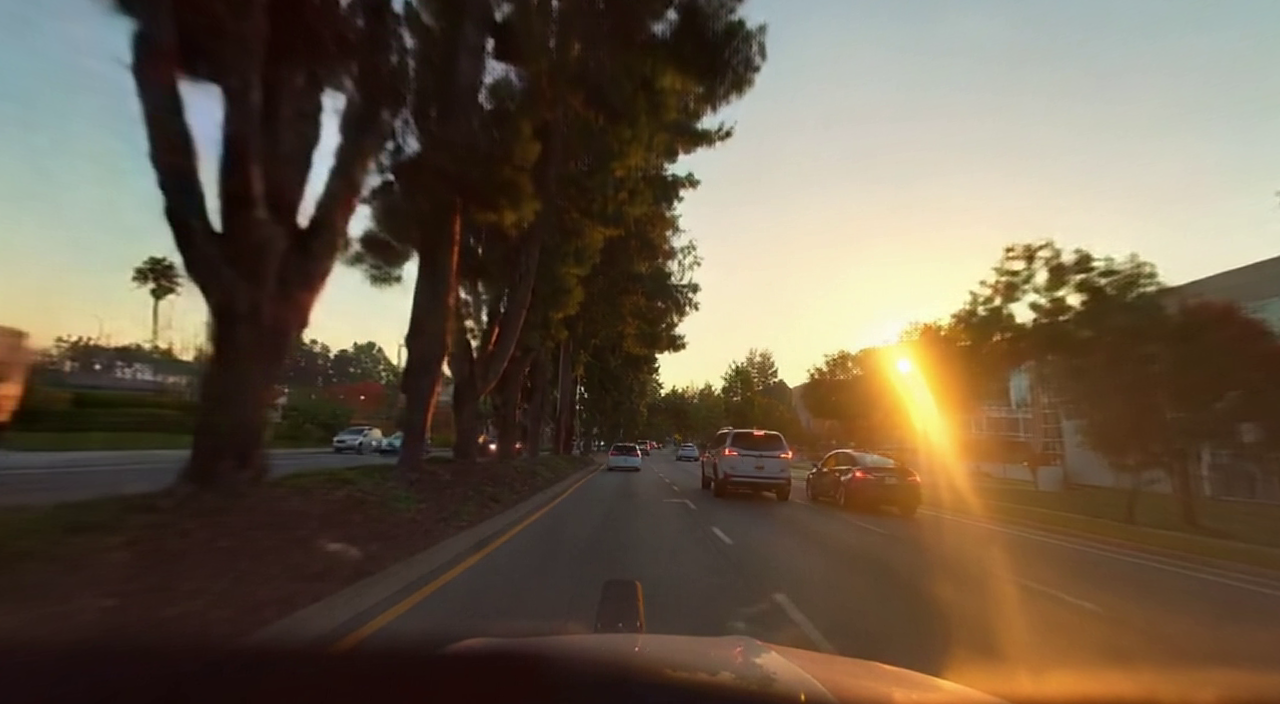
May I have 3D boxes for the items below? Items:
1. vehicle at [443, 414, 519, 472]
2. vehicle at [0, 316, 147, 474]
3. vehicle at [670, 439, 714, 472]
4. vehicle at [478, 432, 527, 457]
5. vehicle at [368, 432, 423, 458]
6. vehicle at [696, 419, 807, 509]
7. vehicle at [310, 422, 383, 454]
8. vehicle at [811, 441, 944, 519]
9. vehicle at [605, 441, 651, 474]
[{"bbox_3d":[-11.717,6.636,47.680,2.947,3.206,10.111,0,-1,1],"label":"vehicle"},{"bbox_3d":[-15.694,0.614,11.674,2.944,3.472,12.516,0,-8,1],"label":"vehicle"},{"bbox_3d":[2.817,5.718,35.086,1.922,1.708,4.126,0,-8,-2],"label":"vehicle"},{"bbox_3d":[-8.703,5.923,40.348,1.981,1.514,4.323,0,-8,2],"label":"vehicle"},{"bbox_3d":[-15.679,5.971,40.734,1.770,1.461,4.336,4,-8,0],"label":"vehicle"},{"bbox_3d":[2.778,2.894,16.709,2.035,1.940,4.299,3,-9,-1],"label":"vehicle"},{"bbox_3d":[-19.433,5.834,42.181,2.226,1.925,5.293,1,-10,1],"label":"vehicle"},{"bbox_3d":[6.242,3.375,17.233,1.913,1.777,4.269,2,-8,-1],"label":"vehicle"},{"bbox_3d":[-0.566,5.129,30.919,2.119,1.460,3.847,0,-8,-1],"label":"vehicle"}]
